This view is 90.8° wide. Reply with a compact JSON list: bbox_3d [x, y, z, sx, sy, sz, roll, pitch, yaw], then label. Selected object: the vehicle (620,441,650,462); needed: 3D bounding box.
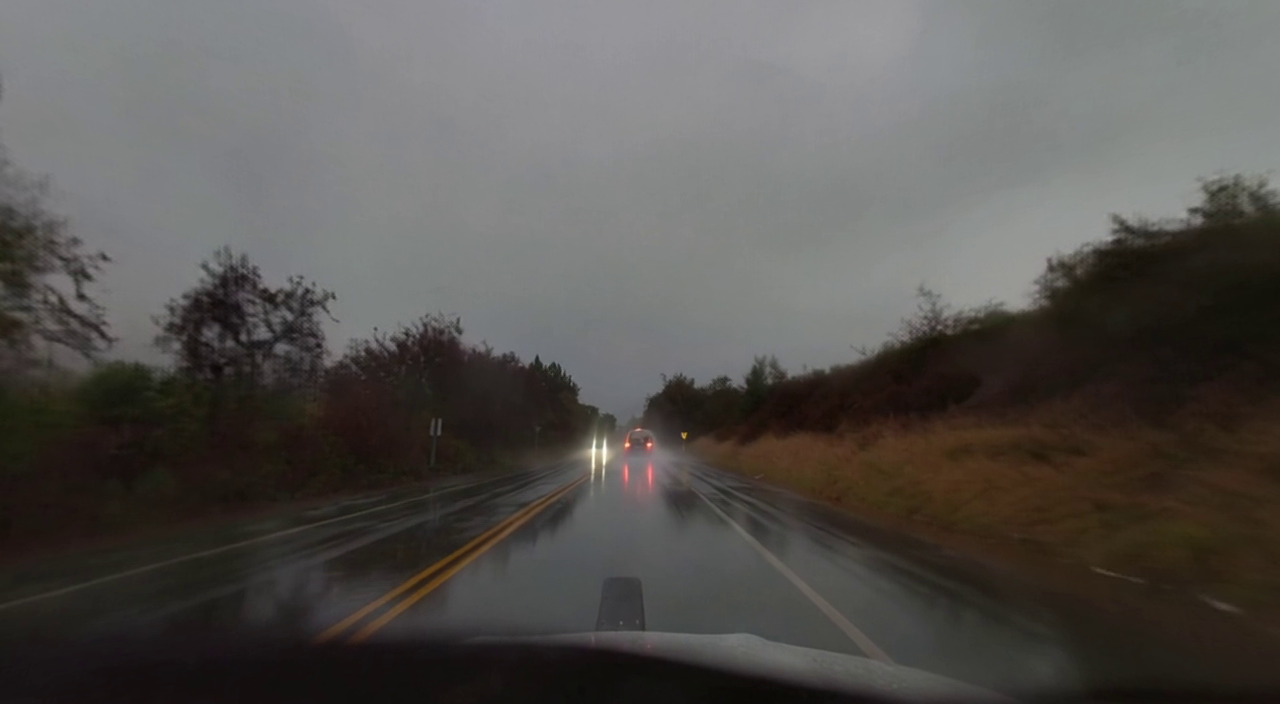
[{"bbox_3d":[-0.370,7.352,46.876,2.186,1.486,3.861,0,-9,-1],"label":"vehicle"}]
